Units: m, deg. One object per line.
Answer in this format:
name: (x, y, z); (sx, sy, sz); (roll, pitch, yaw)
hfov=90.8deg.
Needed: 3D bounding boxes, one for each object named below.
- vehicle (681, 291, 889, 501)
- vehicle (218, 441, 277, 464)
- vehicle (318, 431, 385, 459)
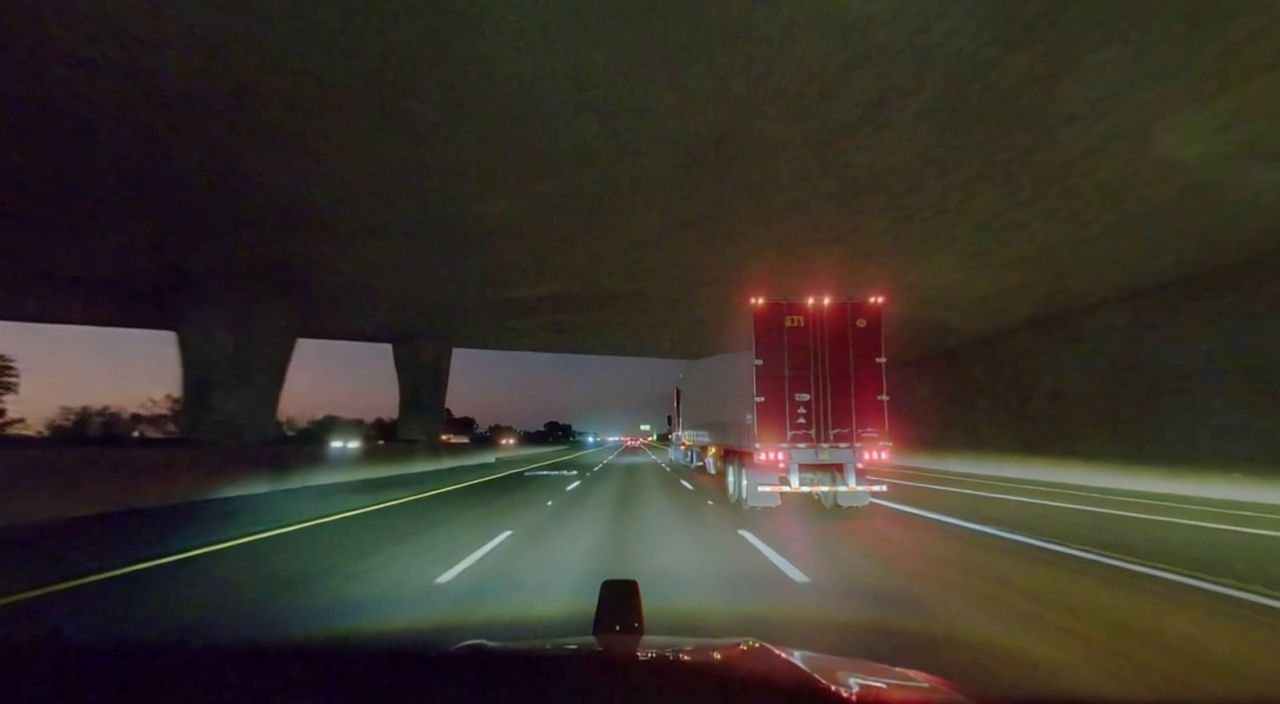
vehicle: (3.360, 2.055, 20.662); (2.743, 4.160, 16.408); (0, -9, -1)
vehicle: (-25.838, 6.619, 41.704); (1.556, 1.394, 3.502); (0, -9, 0)
vehicle: (-17.741, 5.756, 39.065); (2.164, 1.606, 4.065); (0, -9, 0)
